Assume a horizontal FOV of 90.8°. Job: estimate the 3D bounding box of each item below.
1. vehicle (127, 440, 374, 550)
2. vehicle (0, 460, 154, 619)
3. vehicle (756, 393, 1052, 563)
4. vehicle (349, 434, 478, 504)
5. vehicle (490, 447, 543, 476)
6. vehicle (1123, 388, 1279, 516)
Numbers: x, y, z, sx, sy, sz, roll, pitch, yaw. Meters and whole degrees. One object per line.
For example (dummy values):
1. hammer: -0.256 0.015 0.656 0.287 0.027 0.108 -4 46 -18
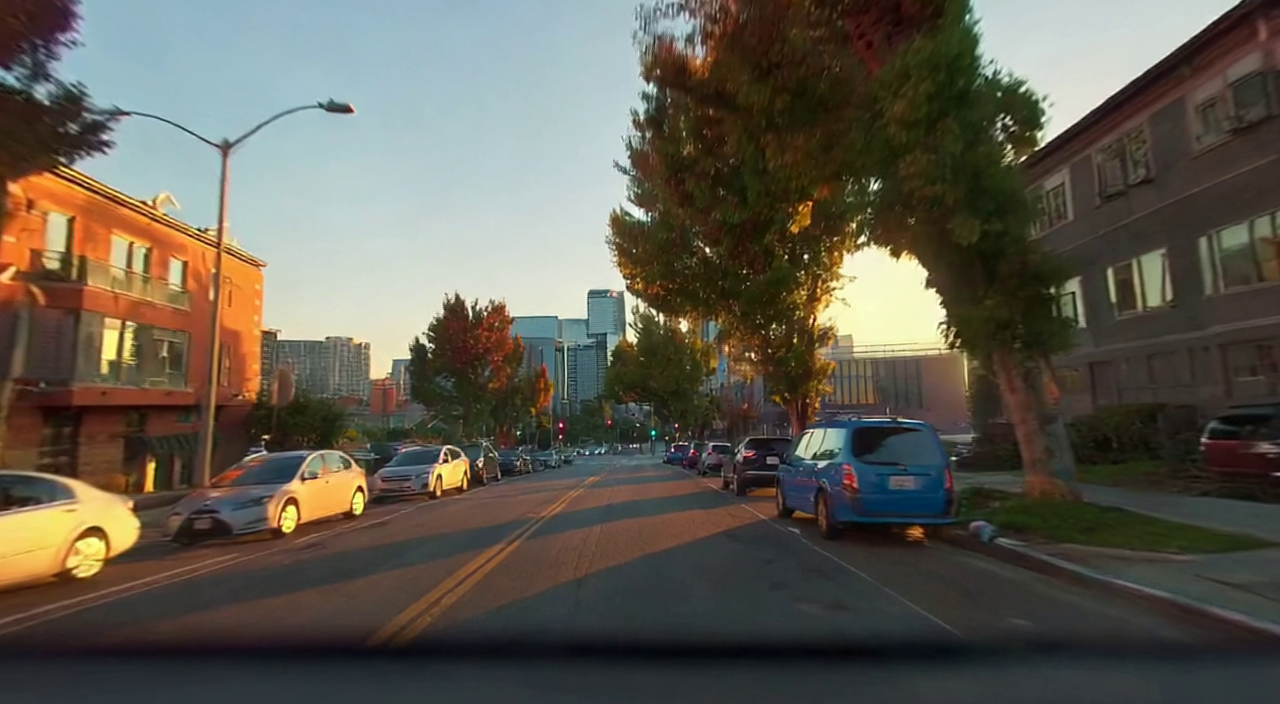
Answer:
1. vehicle: -6.841 2.501 11.766 1.938 1.654 4.130 0 -9 0
2. vehicle: -6.799 1.680 5.369 1.822 1.411 4.389 0 -9 0
3. vehicle: 3.274 1.713 9.250 2.118 1.793 4.885 0 -9 -1
4. vehicle: -6.753 3.534 19.517 2.224 1.849 4.772 0 -9 0
5. vehicle: -6.737 5.991 34.855 1.913 1.479 4.714 -1 -9 1
6. vehicle: 10.525 1.683 10.805 4.406 1.796 2.127 5 -10 -34
